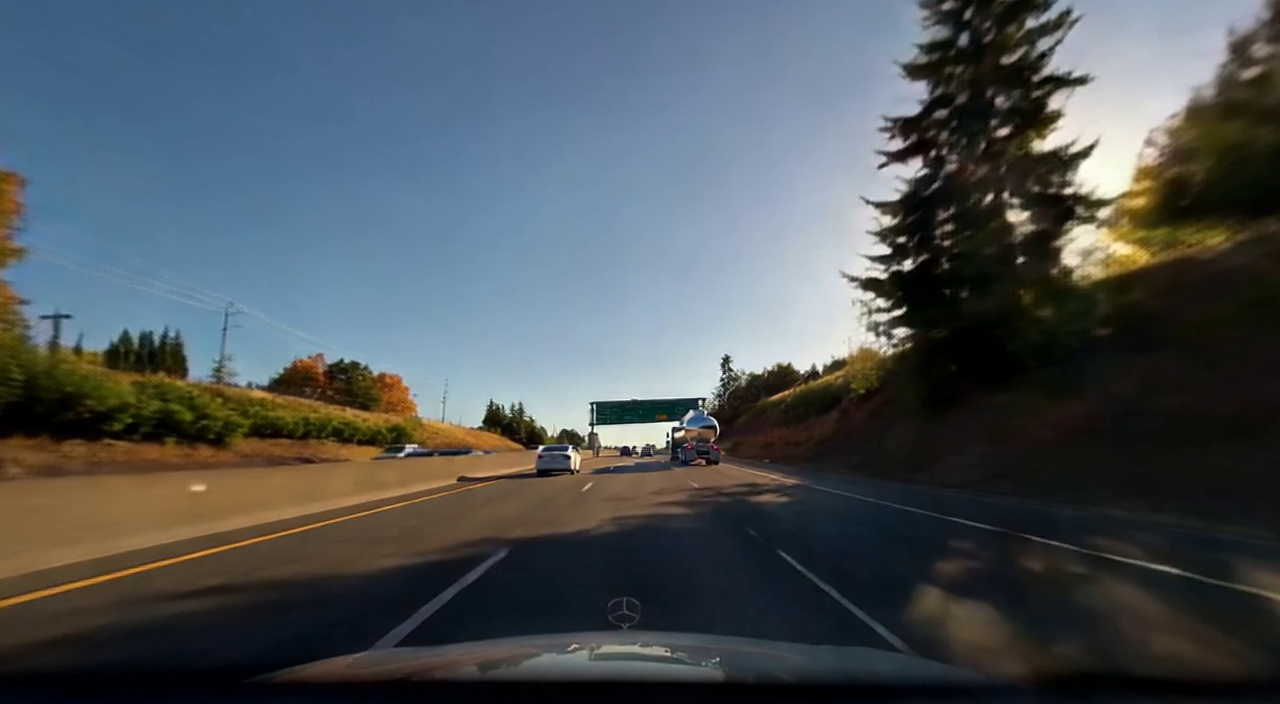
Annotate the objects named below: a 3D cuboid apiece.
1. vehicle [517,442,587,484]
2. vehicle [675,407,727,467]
[{"bbox_3d":[-3.322,4.300,24.748,1.986,1.458,4.506,0,-9,1],"label":"vehicle"},{"bbox_3d":[4.058,6.056,44.356,2.759,3.734,9.708,0,-9,0],"label":"vehicle"}]
